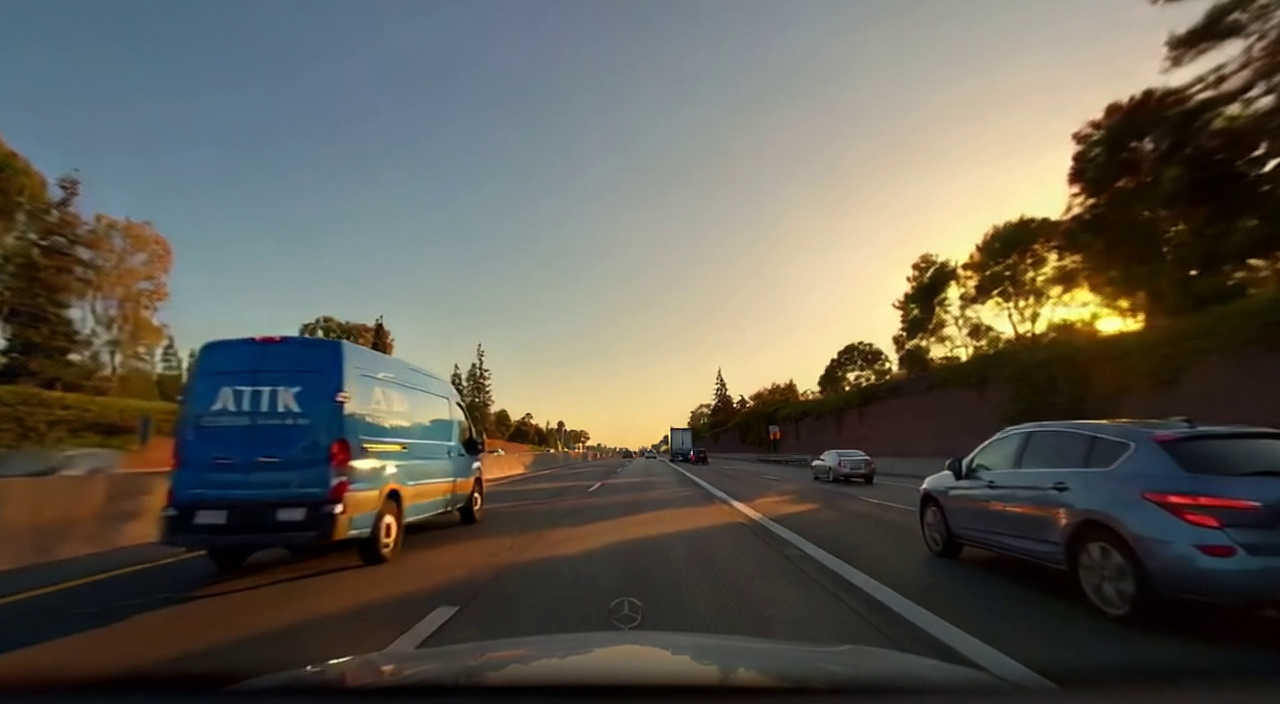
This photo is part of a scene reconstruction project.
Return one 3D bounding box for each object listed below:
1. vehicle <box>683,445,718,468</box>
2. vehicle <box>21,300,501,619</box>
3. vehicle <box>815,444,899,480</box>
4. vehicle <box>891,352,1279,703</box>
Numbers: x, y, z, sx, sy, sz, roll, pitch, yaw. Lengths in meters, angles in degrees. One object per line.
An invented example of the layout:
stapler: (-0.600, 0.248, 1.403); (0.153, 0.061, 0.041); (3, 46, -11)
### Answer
vehicle: (4.428, 7.737, 46.777); (2.066, 1.638, 4.158); (0, -9, -1)
vehicle: (-3.882, 1.390, 8.746); (2.380, 2.648, 6.879); (0, -9, -1)
vehicle: (9.823, 5.030, 28.979); (1.838, 1.490, 4.460); (1, -9, -6)
vehicle: (4.001, 1.160, 4.906); (2.025, 1.706, 4.797); (0, -9, -1)
